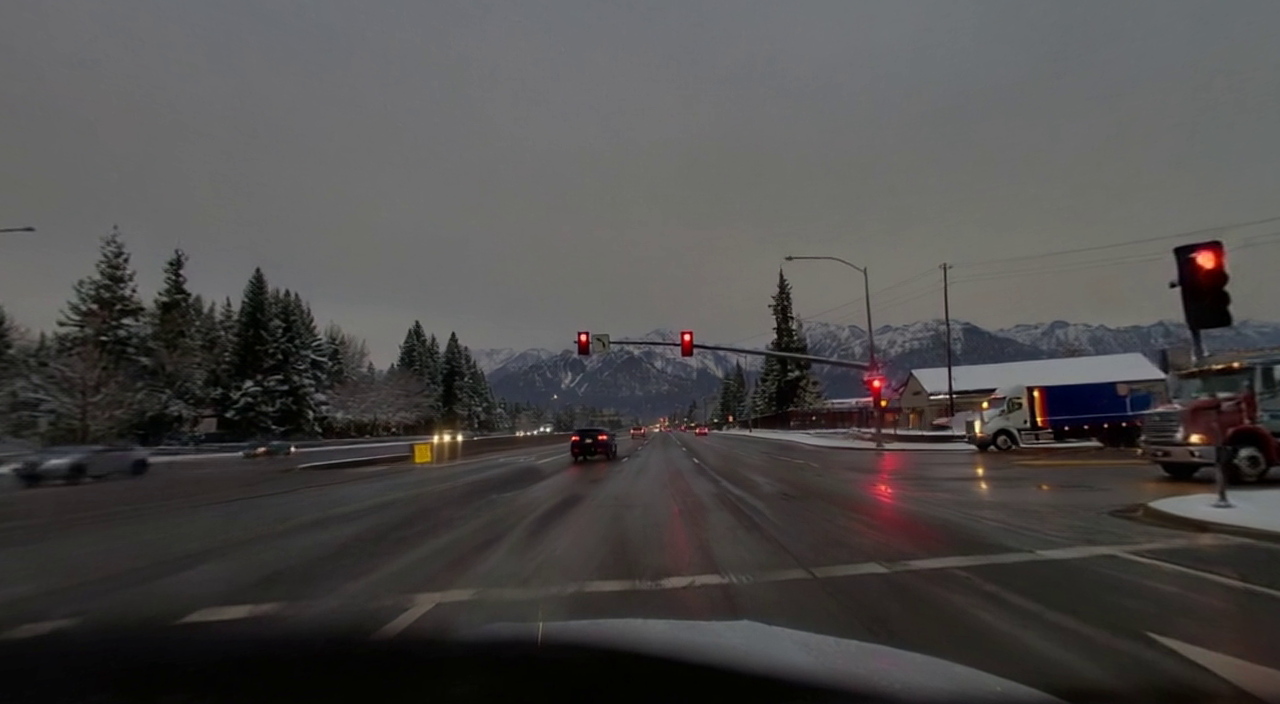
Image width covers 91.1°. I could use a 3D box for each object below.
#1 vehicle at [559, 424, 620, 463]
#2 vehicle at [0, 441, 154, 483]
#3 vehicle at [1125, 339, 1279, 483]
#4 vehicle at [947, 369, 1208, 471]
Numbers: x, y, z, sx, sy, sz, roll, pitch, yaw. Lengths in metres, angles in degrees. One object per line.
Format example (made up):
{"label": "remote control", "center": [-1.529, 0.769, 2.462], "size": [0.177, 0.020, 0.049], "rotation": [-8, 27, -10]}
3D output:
{"label": "vehicle", "center": [-2.311, 4.388, 30.139], "size": [2.287, 1.712, 4.537], "rotation": [-1, -9, 3]}
{"label": "vehicle", "center": [-23.196, 4.521, 26.111], "size": [2.060, 1.537, 4.524], "rotation": [-1, -9, 4]}
{"label": "vehicle", "center": [18.350, 1.771, 18.341], "size": [5.512, 3.865, 3.002], "rotation": [-1, -9, 3]}
{"label": "vehicle", "center": [15.861, 2.658, 23.562], "size": [7.088, 3.414, 3.237], "rotation": [-2, -9, 14]}
